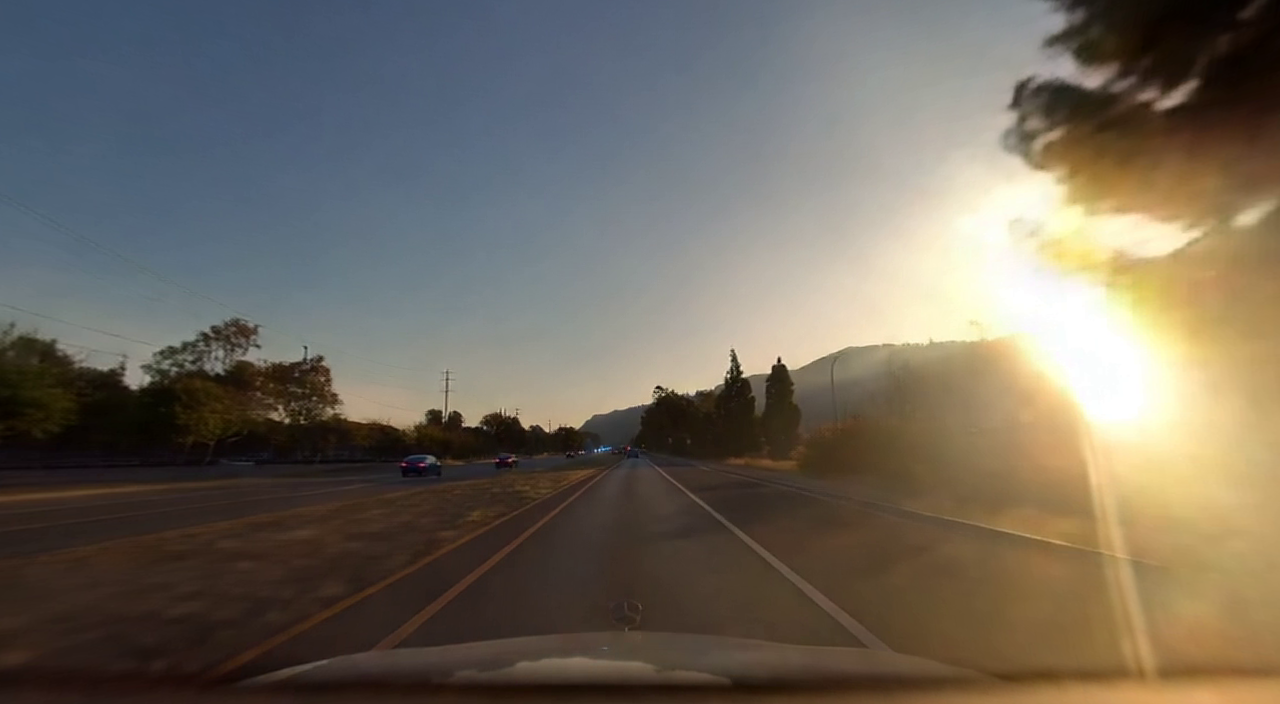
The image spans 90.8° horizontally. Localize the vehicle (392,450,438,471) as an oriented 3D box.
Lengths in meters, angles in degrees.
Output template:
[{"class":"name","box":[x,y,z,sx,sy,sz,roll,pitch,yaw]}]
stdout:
[{"class":"vehicle","box":[-17.179,8.293,48.360,1.955,1.533,4.097,0,-9,0]}]
